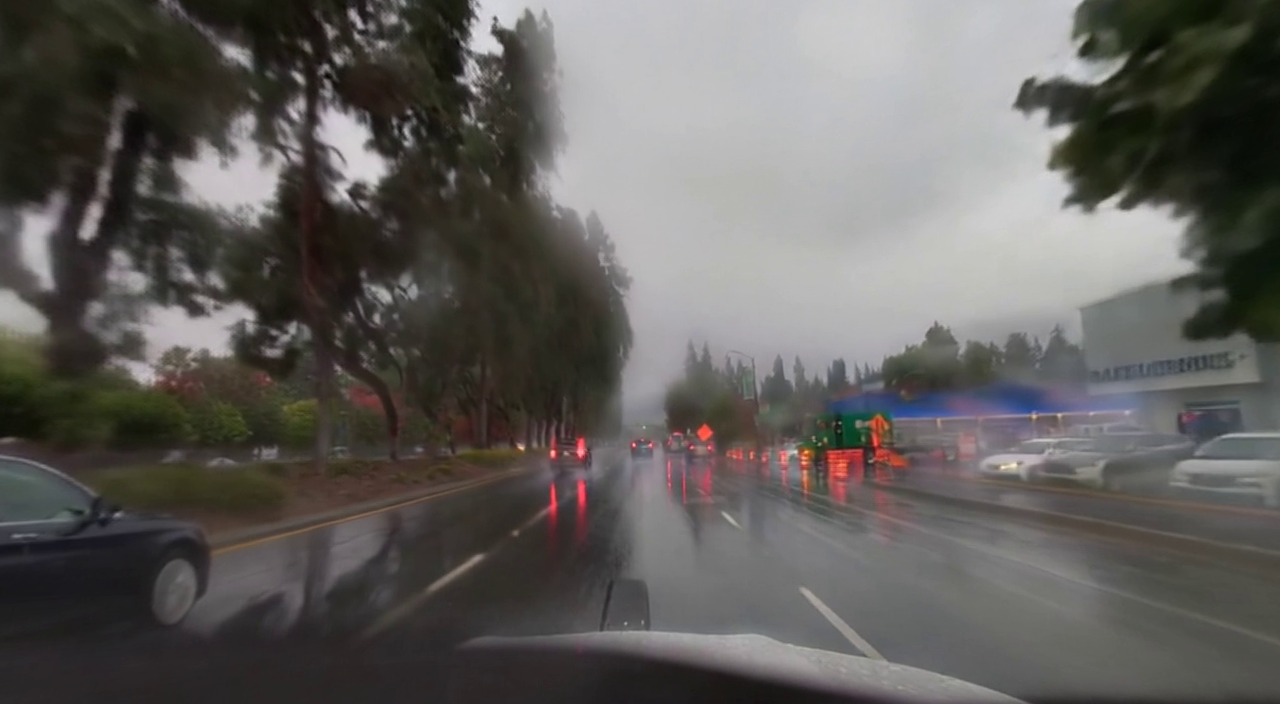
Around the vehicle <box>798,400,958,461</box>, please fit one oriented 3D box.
[{"bbox_3d":[15.007,5.056,40.268,8.949,3.673,3.044,0,-8,-2],"label":"vehicle"}]

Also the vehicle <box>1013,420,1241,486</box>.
[{"bbox_3d":[13.809,2.900,18.351,4.804,1.695,2.055,-4,-9,26],"label":"vehicle"}]

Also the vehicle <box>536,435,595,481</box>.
[{"bbox_3d":[-2.929,4.253,25.637,2.038,1.682,4.399,0,-8,-2],"label":"vehicle"}]

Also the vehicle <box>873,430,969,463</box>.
[{"bbox_3d":[15.767,5.328,35.581,1.874,1.694,4.535,7,-11,-38],"label":"vehicle"}]

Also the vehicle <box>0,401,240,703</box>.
[{"bbox_3d":[-4.020,0.988,2.884,1.856,1.540,3.733,0,-8,1],"label":"vehicle"}]
